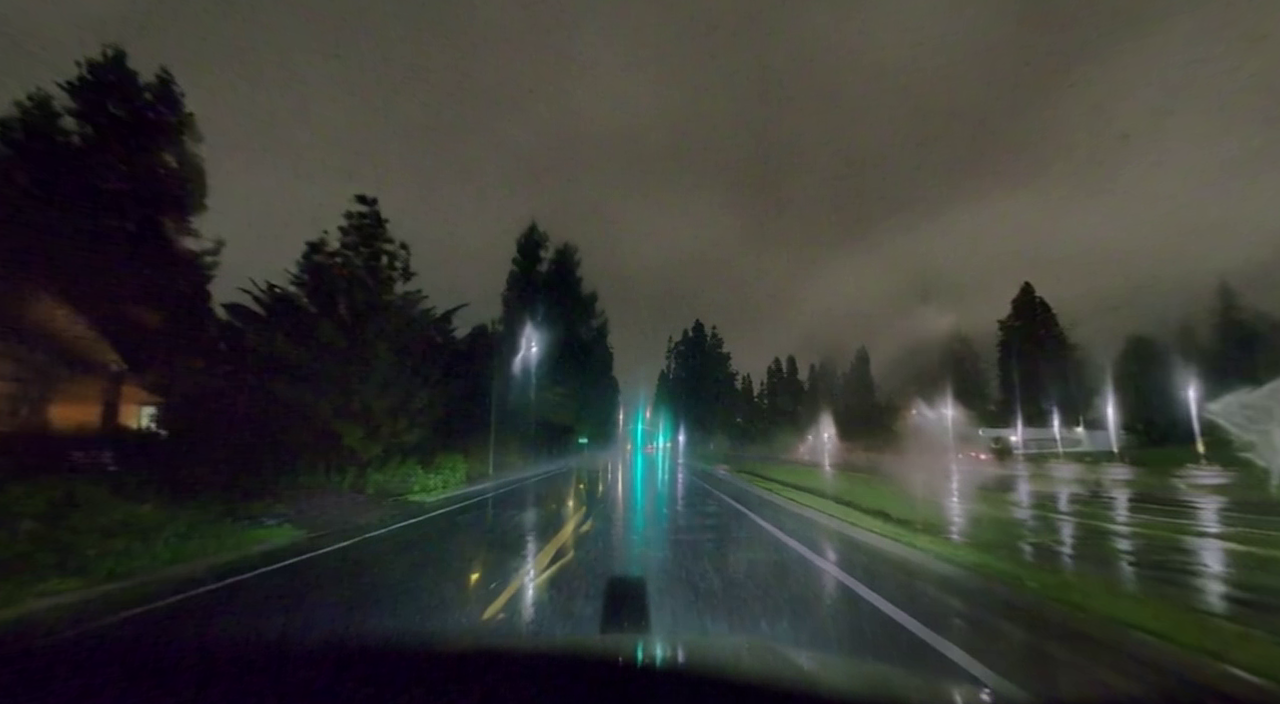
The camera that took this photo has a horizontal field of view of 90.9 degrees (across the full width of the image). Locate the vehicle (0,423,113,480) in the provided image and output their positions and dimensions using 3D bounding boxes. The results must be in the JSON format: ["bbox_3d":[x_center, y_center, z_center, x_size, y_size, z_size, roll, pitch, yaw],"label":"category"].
[{"bbox_3d":[-19.449,2.951,18.911,5.008,1.619,2.102,3,-9,-15],"label":"vehicle"}]
